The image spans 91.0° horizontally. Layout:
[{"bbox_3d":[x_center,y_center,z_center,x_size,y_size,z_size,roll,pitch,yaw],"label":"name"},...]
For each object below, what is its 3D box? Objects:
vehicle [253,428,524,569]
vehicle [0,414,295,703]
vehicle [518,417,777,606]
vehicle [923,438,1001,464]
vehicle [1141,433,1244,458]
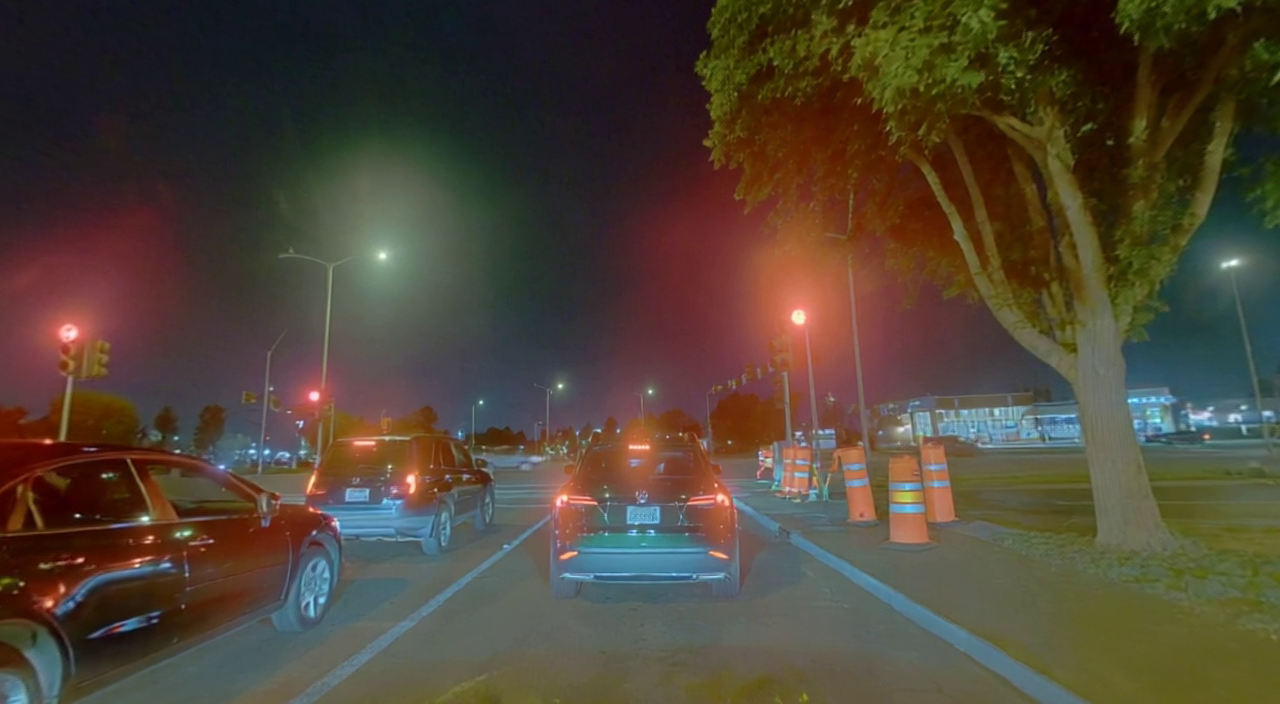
[{"bbox_3d":[-3.266,2.002,9.452,1.989,1.541,4.626,0,-9,2],"label":"vehicle"},{"bbox_3d":[-3.592,0.944,2.162,2.064,1.497,4.722,0,-9,1],"label":"vehicle"},{"bbox_3d":[0.108,1.623,7.216,2.167,1.560,3.676,0,-9,1],"label":"vehicle"},{"bbox_3d":[20.812,6.399,40.801,4.051,1.583,1.794,0,-9,1],"label":"vehicle"},{"bbox_3d":[35.813,6.087,40.896,4.807,1.504,1.837,0,-9,1],"label":"vehicle"}]
